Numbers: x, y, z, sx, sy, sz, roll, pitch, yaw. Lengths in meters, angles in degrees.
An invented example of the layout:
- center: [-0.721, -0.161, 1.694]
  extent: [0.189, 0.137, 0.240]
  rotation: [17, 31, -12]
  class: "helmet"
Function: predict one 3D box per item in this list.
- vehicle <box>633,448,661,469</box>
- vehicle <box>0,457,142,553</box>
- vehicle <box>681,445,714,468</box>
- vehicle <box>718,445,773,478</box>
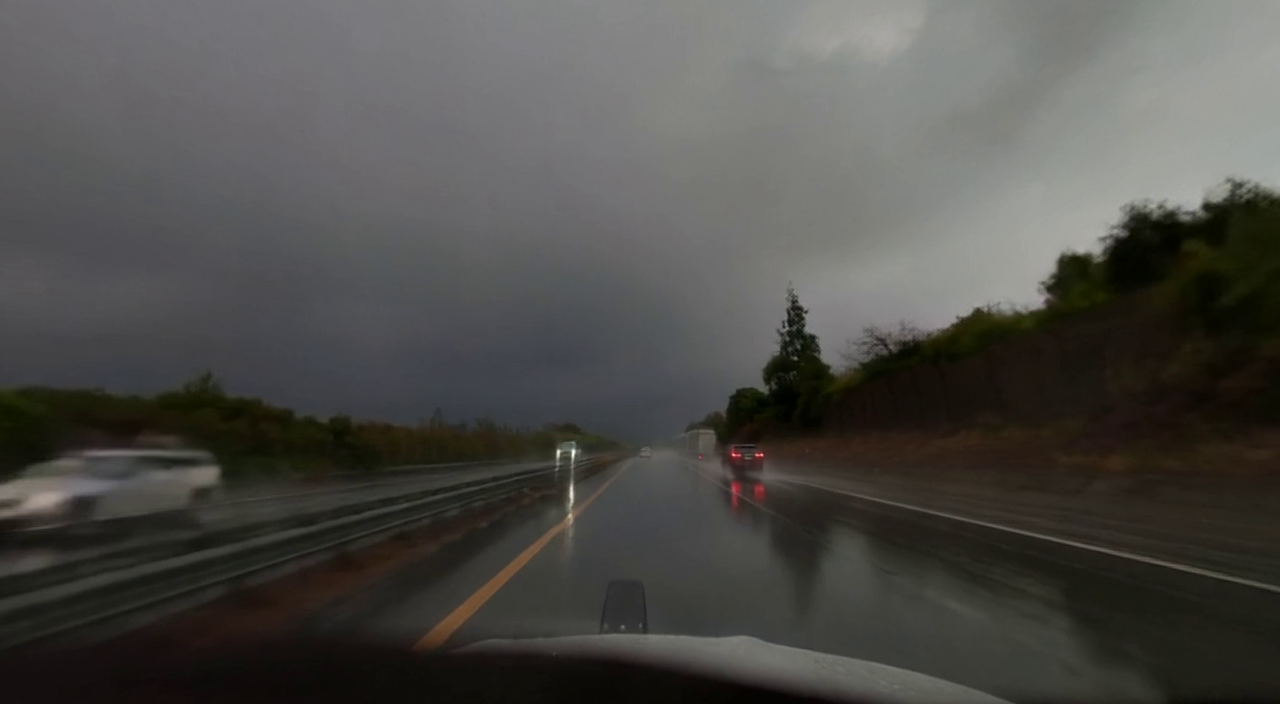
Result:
- center: [0.485, 7.958, 47.246]
  extent: [1.991, 1.459, 3.769]
  rotation: [0, -9, 0]
  class: "vehicle"
- center: [-12.188, 2.858, 11.977]
  extent: [1.952, 1.629, 4.189]
  rotation: [0, -9, 0]
  class: "vehicle"
- center: [4.370, 8.051, 48.561]
  extent: [2.122, 1.662, 4.392]
  rotation: [0, -9, 0]
  class: "vehicle"
- center: [5.050, 5.310, 30.753]
  extent: [1.964, 1.513, 3.707]
  rotation: [0, -9, -1]
  class: "vehicle"
